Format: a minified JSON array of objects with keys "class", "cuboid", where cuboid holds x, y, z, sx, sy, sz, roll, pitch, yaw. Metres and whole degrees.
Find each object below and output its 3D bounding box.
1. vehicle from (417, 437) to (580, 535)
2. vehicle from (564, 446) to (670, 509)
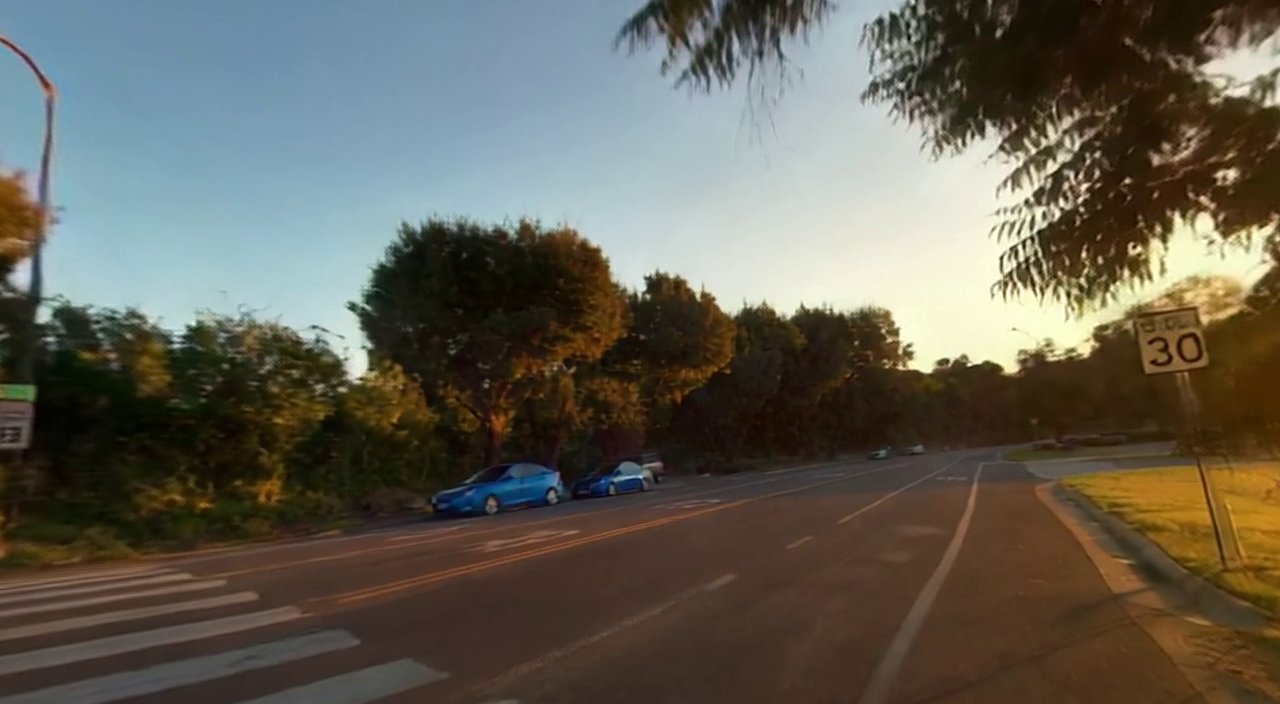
[{"class":"vehicle","cuboid":[-4.245,4.089,19.941,2.159,1.959,5.179,-9,-3,24]},{"class":"vehicle","cuboid":[-0.832,5.060,25.807,2.087,1.700,4.467,-9,-4,29]}]
